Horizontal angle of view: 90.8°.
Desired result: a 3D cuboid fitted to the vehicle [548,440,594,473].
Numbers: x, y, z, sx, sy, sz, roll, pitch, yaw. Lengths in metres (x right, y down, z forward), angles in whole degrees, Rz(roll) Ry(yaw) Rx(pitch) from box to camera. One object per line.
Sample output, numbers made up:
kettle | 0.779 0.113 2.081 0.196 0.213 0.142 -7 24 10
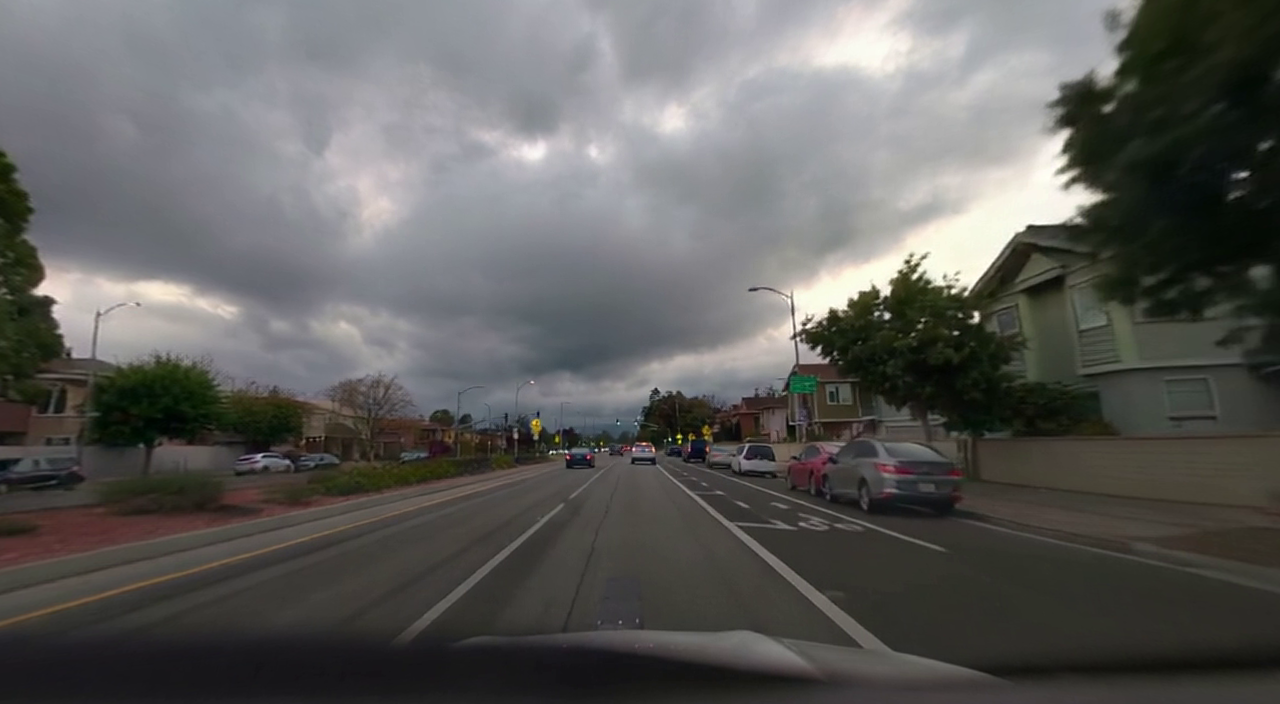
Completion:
vehicle | -3.995 6.124 37.276 2.233 1.775 4.491 0 -9 0

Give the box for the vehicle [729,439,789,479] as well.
vehicle | 5.601 5.100 30.338 2.020 1.762 4.559 0 -9 1

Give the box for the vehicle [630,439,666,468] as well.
vehicle | 0.482 6.876 42.843 2.273 1.851 5.075 0 -9 -1

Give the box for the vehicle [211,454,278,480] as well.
vehicle | -26.113 7.558 41.869 1.855 1.552 4.092 0 -9 -1

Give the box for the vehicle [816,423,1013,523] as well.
vehicle | 5.726 2.589 14.067 2.154 1.824 4.782 0 -9 -1

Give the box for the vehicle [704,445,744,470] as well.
vehicle | 5.479 6.942 41.708 1.910 1.520 4.375 0 -9 -2

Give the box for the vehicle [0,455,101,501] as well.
vehicle | -25.860 5.262 26.616 2.018 1.721 4.735 -1 -9 2
